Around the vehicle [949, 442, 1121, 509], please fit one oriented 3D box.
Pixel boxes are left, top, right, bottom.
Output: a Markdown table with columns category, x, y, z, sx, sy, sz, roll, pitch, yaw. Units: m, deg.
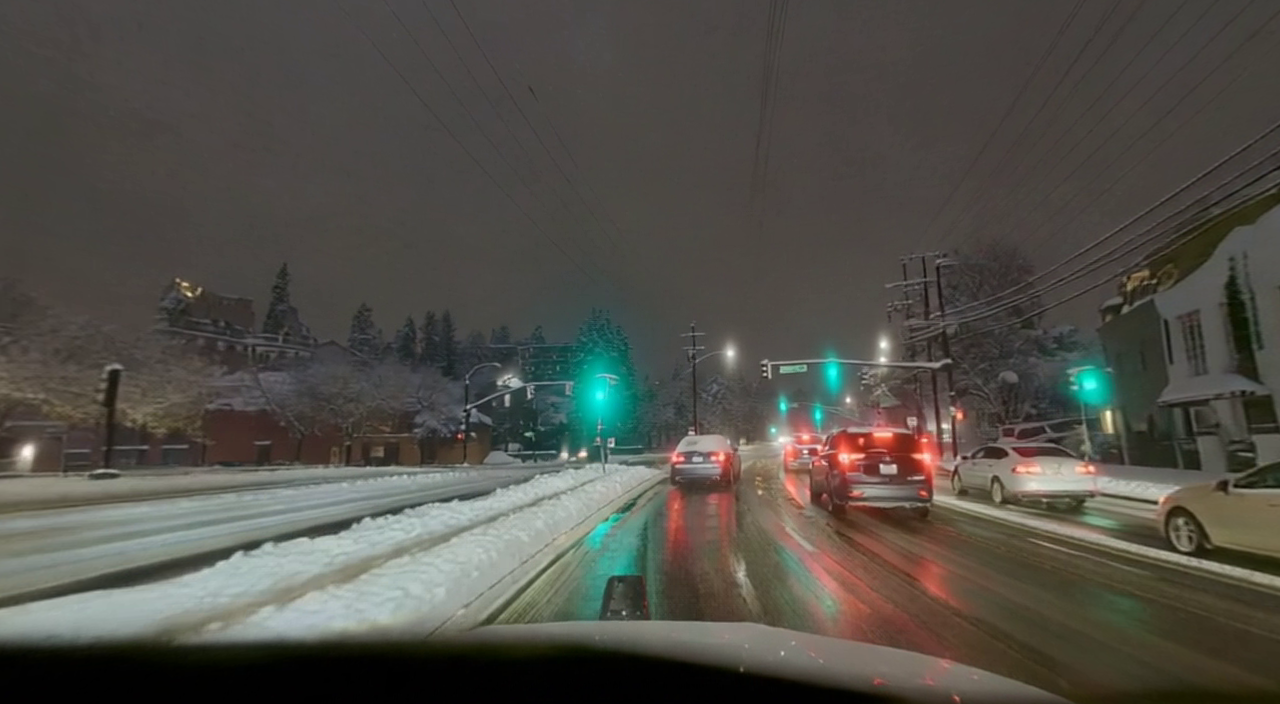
| category | x | y | z | sx | sy | sz | roll | pitch | yaw |
| --- | --- | --- | --- | --- | --- | --- | --- | --- | --- |
| vehicle | 9.970 | 3.111 | 16.437 | 1.882 | 1.463 | 4.543 | -1 | -8 | 6 |

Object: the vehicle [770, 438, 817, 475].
| category | x | y | z | sx | sy | sz | roll | pitch | yaw |
| --- | --- | --- | --- | --- | --- | --- | --- | --- | --- |
| vehicle | 7.248 | 4.953 | 30.116 | 1.896 | 1.612 | 4.203 | -1 | -9 | 10 |

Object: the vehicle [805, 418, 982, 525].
| category | x | y | z | sx | sy | sz | roll | pitch | yaw |
| --- | --- | --- | --- | --- | --- | --- | --- | --- | --- |
| vehicle | 4.966 | 2.399 | 13.257 | 2.119 | 1.810 | 4.848 | -1 | -8 | 6 |

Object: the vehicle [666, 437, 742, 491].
| category | x | y | z | sx | sy | sz | roll | pitch | yaw |
| --- | --- | --- | --- | --- | --- | --- | --- | --- | --- |
| vehicle | 2.187 | 3.577 | 20.529 | 2.168 | 1.527 | 4.174 | -1 | -9 | 10 |

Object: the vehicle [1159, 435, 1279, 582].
| category | x | y | z | sx | sy | sz | roll | pitch | yaw |
| --- | --- | --- | --- | --- | --- | --- | --- | --- | --- |
| vehicle | 7.379 | 1.465 | 5.576 | 1.866 | 1.471 | 4.478 | 0 | -8 | 2 |
